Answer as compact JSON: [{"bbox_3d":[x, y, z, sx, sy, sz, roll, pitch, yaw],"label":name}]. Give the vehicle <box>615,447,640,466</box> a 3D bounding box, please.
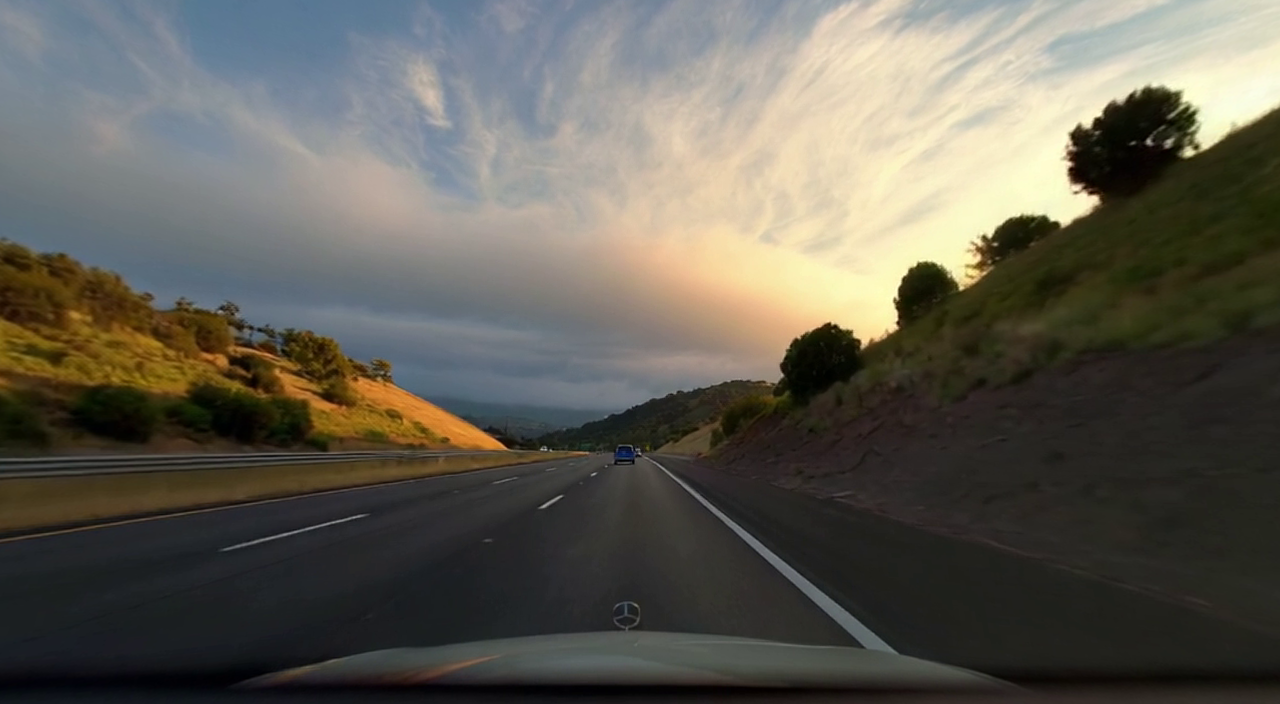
[{"bbox_3d":[-0.969,8.132,49.206,1.891,1.456,3.806,0,-9,0],"label":"vehicle"}]
